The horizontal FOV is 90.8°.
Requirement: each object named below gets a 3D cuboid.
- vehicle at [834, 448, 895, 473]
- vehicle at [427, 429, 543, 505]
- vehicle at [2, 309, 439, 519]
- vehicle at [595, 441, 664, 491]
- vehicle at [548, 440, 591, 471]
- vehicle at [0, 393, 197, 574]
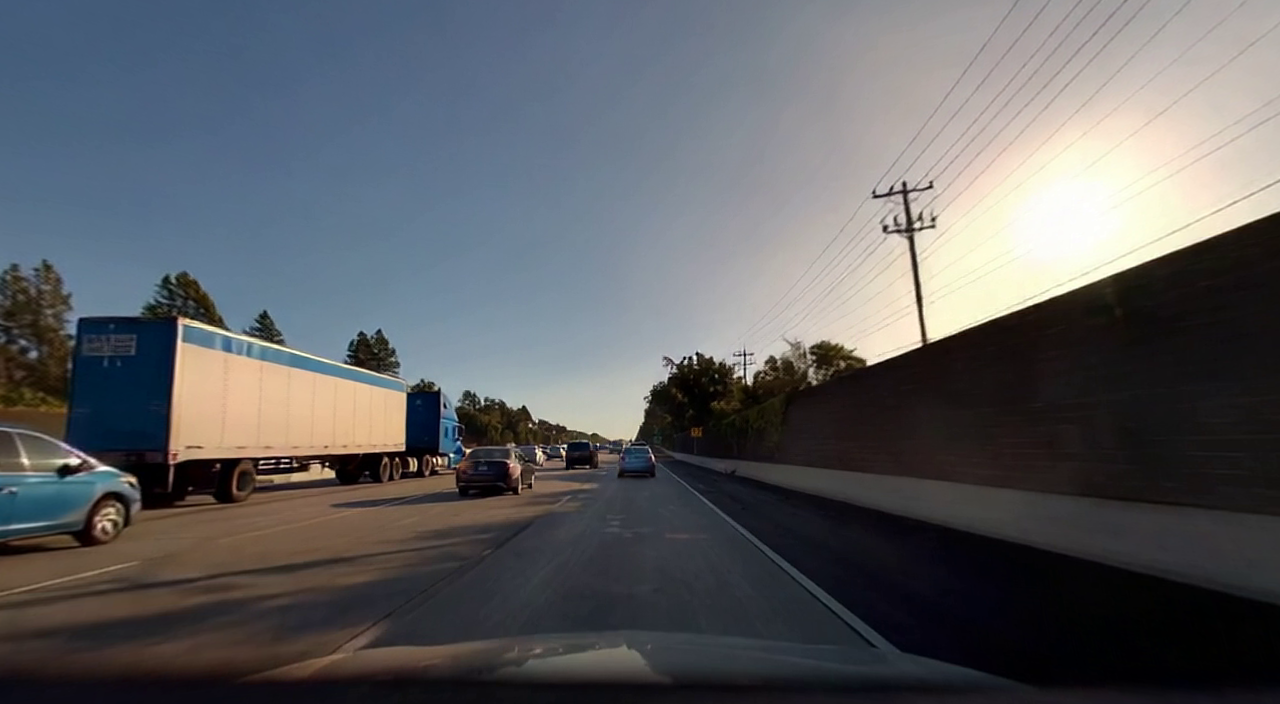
[{"bbox_3d":[14.103,6.808,39.945,2.027,1.478,4.849,0,-9,-1],"label":"vehicle"},{"bbox_3d":[-3.882,2.943,16.632,1.923,1.716,4.289,0,-9,0],"label":"vehicle"},{"bbox_3d":[-10.658,2.376,20.467,2.892,4.073,16.528,0,-8,0],"label":"vehicle"},{"bbox_3d":[-0.346,3.691,20.862,2.089,1.477,3.818,0,-9,-1],"label":"vehicle"},{"bbox_3d":[-4.060,6.089,37.276,1.976,1.705,4.176,0,-8,1],"label":"vehicle"},{"bbox_3d":[-7.584,1.382,6.682,2.054,1.825,5.072,0,-9,0],"label":"vehicle"}]
